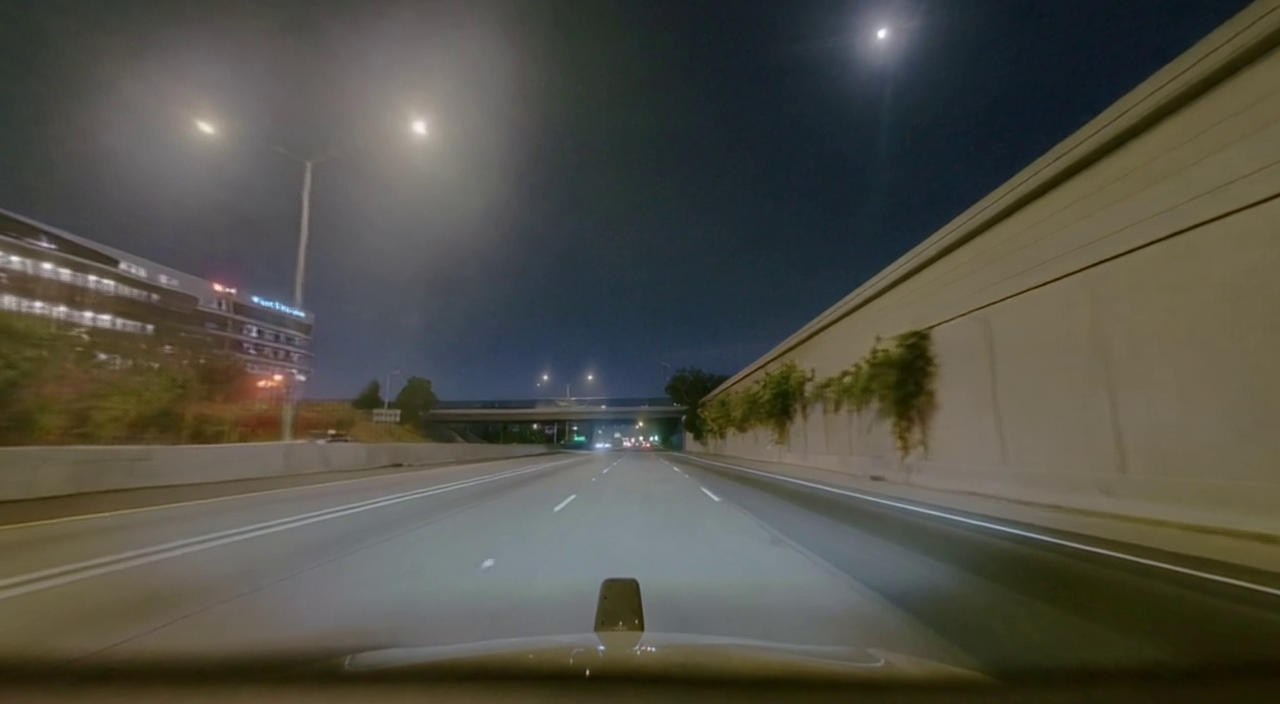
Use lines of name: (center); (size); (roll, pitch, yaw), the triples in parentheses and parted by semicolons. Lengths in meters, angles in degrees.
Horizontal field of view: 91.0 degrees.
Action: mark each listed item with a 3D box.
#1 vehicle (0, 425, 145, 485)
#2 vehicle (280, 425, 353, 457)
vehicle: (-16.279, 2.810, 17.412); (1.733, 1.434, 4.293); (-1, -8, -1)
vehicle: (-20.857, 5.785, 40.798); (2.148, 1.941, 4.901); (0, -8, -1)
